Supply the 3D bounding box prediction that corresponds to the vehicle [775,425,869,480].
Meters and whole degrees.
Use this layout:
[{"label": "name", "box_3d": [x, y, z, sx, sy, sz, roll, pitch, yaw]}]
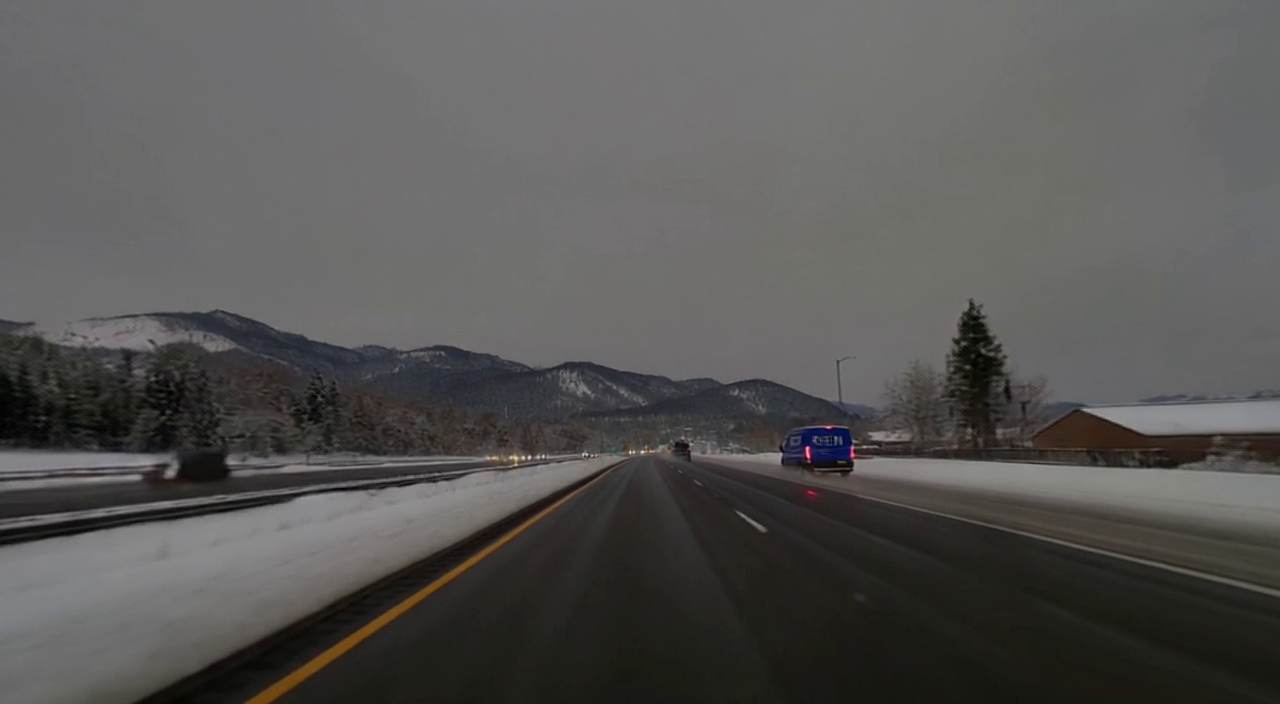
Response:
[{"label": "vehicle", "box_3d": [7.497, 4.233, 26.694, 2.275, 2.059, 5.543, 0, -8, -1]}]
